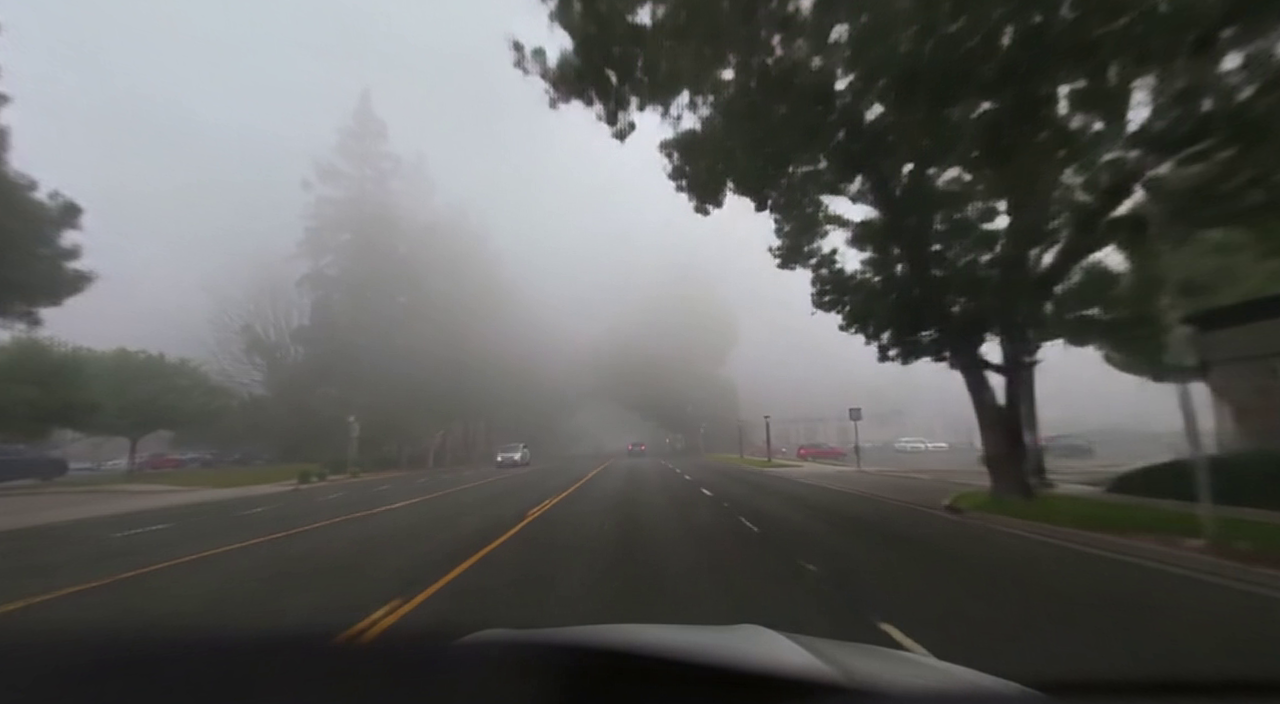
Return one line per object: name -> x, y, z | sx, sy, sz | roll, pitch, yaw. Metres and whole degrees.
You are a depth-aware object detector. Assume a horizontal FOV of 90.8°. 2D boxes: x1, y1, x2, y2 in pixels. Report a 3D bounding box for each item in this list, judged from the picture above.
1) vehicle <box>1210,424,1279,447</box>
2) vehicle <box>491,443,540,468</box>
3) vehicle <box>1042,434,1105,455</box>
vehicle -> 44.473, 6.140, 46.132 | 1.802, 1.547, 3.913 | 1, -9, -7
vehicle -> -7.589, 6.343, 38.886 | 1.969, 1.462, 4.425 | -1, -8, 2
vehicle -> 31.701, 6.788, 46.297 | 1.739, 1.473, 3.844 | 0, -8, -3
